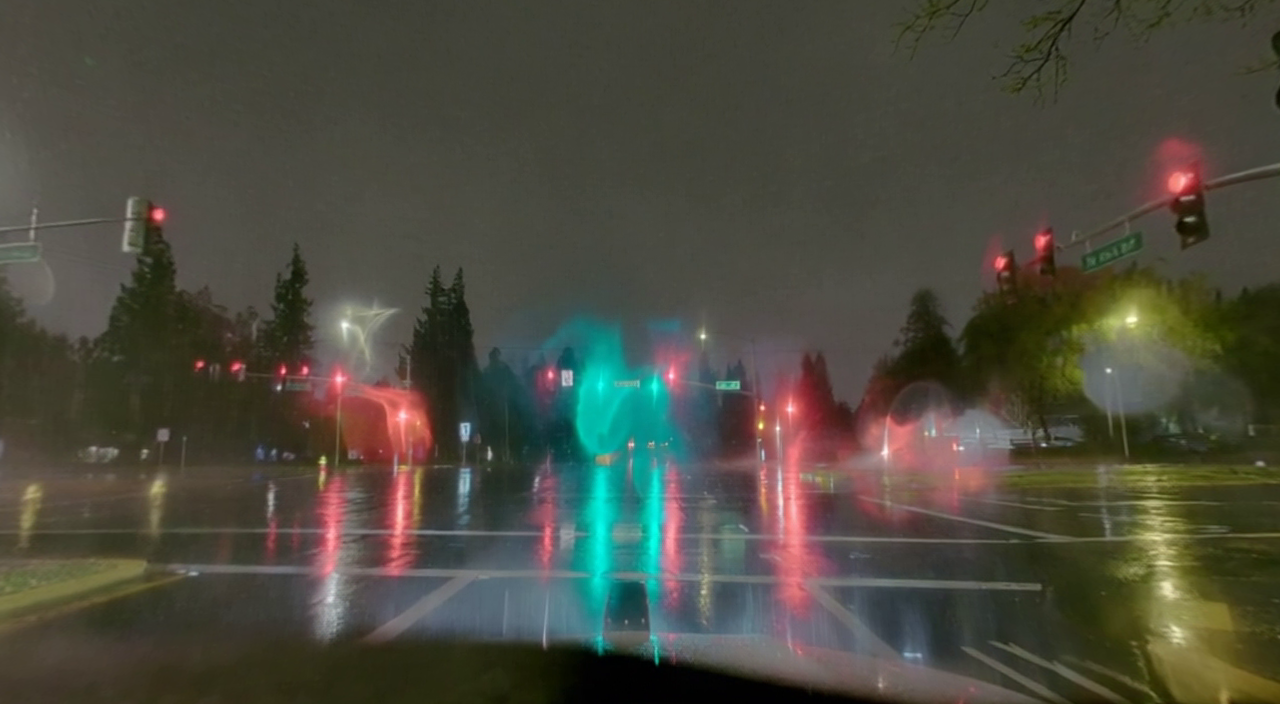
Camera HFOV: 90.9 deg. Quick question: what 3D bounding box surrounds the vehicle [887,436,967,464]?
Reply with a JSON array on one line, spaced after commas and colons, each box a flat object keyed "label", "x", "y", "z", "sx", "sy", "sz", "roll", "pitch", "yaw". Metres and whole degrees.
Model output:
[{"label": "vehicle", "x": 16.118, "y": 5.512, "z": 35.577, "sx": 3.952, "sy": 1.468, "sz": 1.768, "roll": -4, "pitch": -9, "yaw": 22}]
